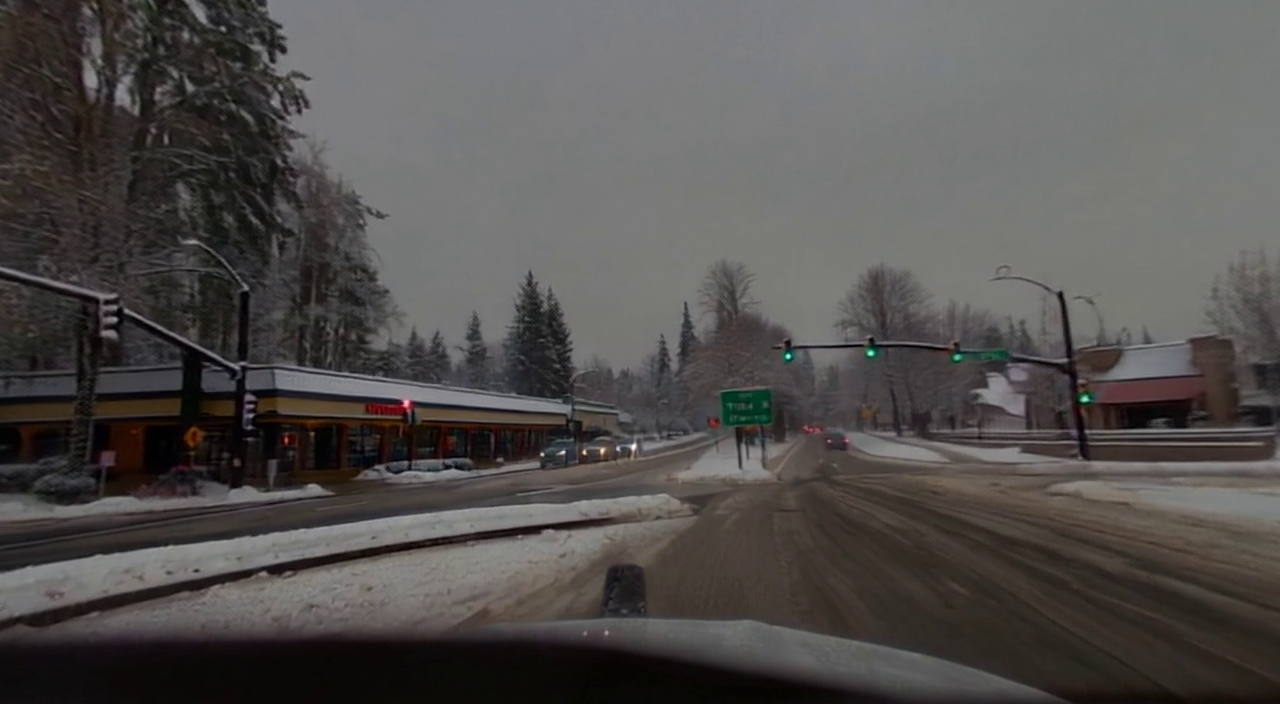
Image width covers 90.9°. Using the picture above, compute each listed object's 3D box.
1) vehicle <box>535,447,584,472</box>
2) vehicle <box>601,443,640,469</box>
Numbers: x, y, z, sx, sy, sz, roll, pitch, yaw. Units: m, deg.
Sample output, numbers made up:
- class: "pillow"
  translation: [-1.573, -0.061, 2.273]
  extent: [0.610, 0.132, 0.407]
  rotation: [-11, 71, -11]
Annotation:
- class: "vehicle"
  translation: [-5.037, 6.800, 40.003]
  extent: [2.111, 1.499, 4.371]
  rotation: [-1, -9, 6]
- class: "vehicle"
  translation: [-1.211, 6.661, 40.556]
  extent: [1.920, 1.546, 4.086]
  rotation: [-1, -9, 7]
